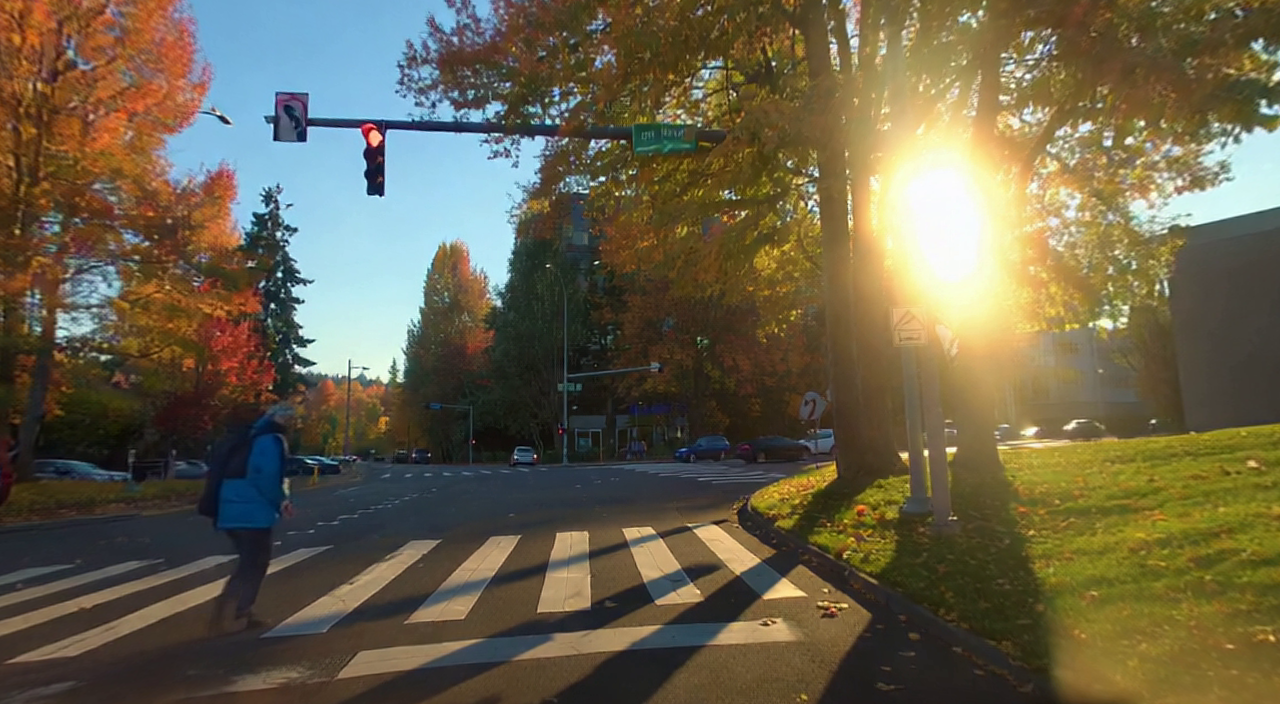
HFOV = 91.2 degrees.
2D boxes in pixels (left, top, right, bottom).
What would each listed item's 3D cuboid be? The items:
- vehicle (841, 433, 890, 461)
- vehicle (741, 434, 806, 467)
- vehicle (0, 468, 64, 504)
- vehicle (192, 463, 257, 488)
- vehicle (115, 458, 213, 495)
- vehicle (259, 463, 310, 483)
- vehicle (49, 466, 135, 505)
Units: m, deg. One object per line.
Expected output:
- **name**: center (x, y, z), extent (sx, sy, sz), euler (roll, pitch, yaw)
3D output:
- **vehicle**: center (16.694, 7.026, 46.349), extent (1.942, 1.920, 4.263), euler (-8, -11, 39)
- **vehicle**: center (8.268, 6.020, 38.484), extent (2.036, 1.849, 4.811), euler (-7, -11, 36)
- **vehicle**: center (-30.339, 6.450, 30.338), extent (1.800, 1.520, 3.968), euler (2, -9, -14)
- **vehicle**: center (-28.547, 8.475, 43.167), extent (1.768, 1.465, 3.972), euler (0, -9, -1)
- **vehicle**: center (-27.835, 7.271, 36.906), extent (2.064, 1.913, 5.081), euler (0, -9, -4)
- **vehicle**: center (-28.143, 9.585, 49.745), extent (1.776, 1.452, 3.920), euler (0, -9, 0)
- **vehicle**: center (-25.429, 6.155, 29.248), extent (1.694, 1.528, 4.225), euler (3, -9, -23)
